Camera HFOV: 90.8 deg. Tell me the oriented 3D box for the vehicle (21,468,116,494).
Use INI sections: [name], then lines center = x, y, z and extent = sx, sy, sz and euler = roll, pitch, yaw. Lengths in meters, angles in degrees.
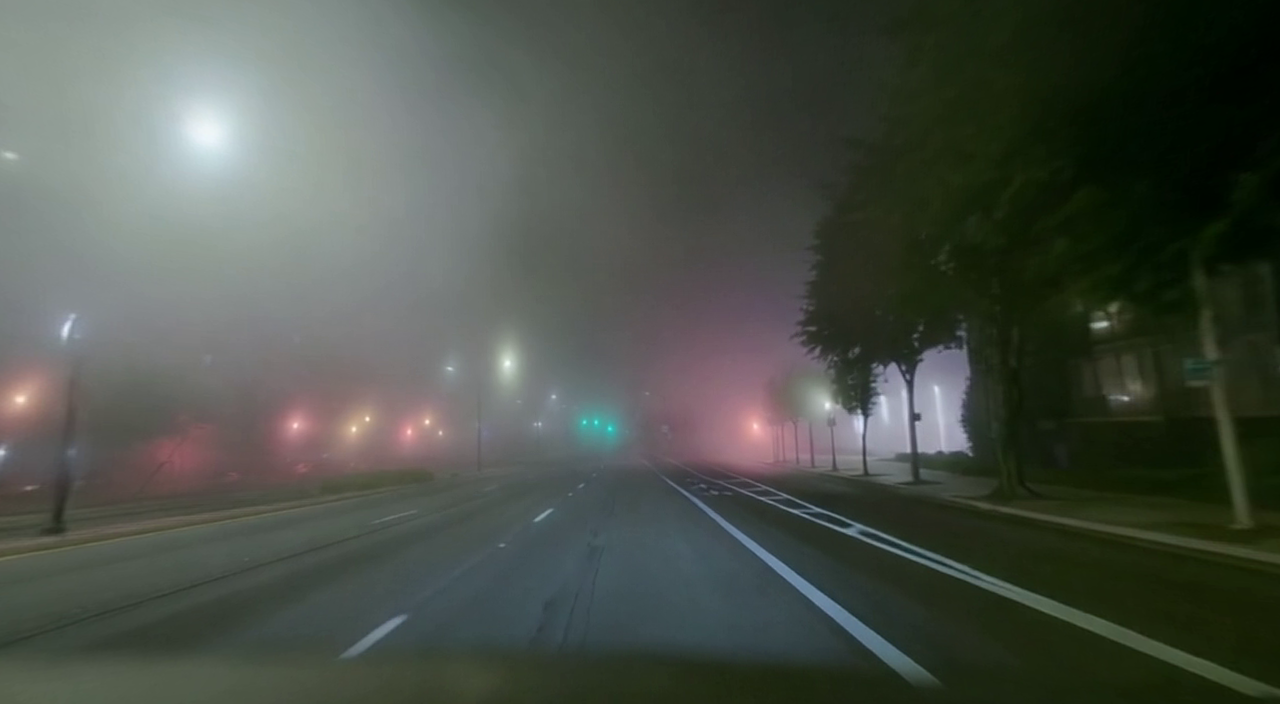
[vehicle]
center = -40.435, 9.122, 44.798
extent = 4.561, 1.664, 2.146
euler = 0, -9, -2
